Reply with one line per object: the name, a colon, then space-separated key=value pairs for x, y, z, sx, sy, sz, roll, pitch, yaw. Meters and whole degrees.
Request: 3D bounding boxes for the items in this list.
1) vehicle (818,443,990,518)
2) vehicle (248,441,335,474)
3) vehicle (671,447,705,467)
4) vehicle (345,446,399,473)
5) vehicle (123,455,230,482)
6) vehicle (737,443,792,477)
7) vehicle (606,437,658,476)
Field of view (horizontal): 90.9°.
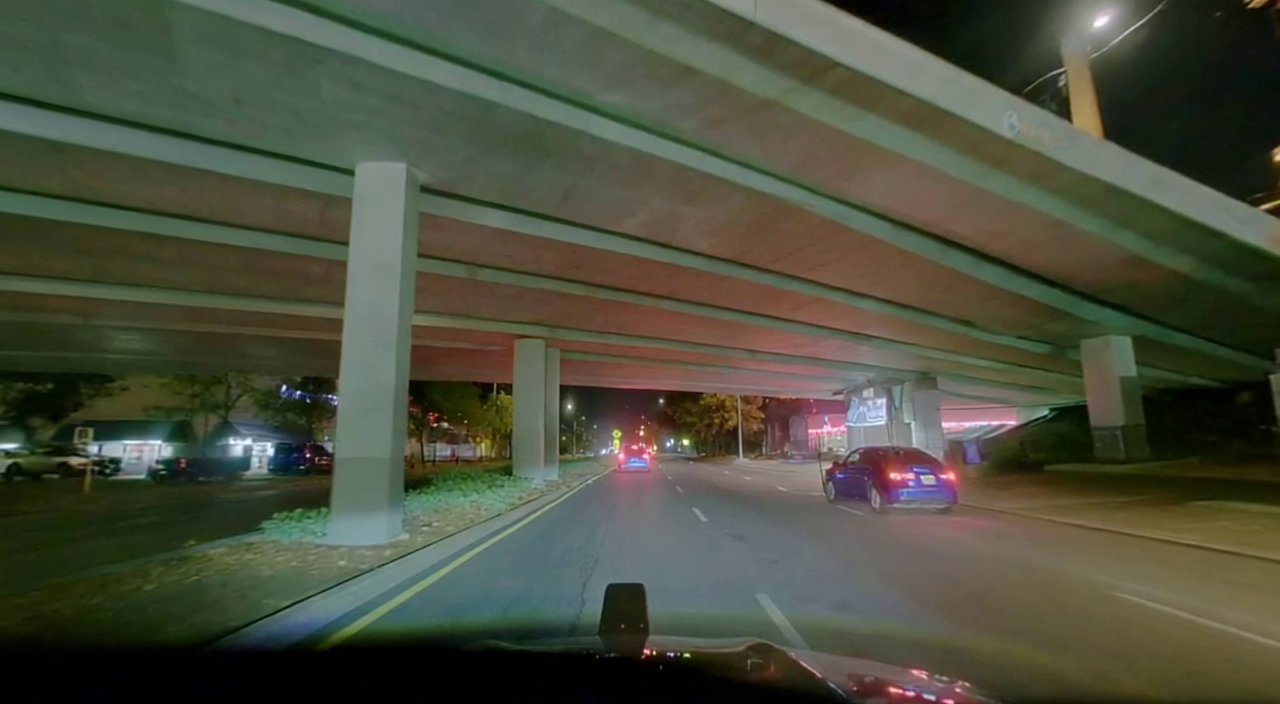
vehicle: x=5.968 y=2.928 z=14.984 sx=1.954 sy=1.479 sz=4.557 roll=0 pitch=-8 yaw=-3
vehicle: x=-25.207 y=7.645 z=46.063 sx=2.510 sy=2.180 sz=7.492 roll=0 pitch=-8 yaw=-4
vehicle: x=3.534 y=7.806 z=47.095 sx=2.126 sy=1.375 sz=4.241 roll=0 pitch=-8 yaw=-1
vehicle: x=-19.524 y=7.809 z=46.125 sx=1.989 sy=1.820 sz=4.427 roll=0 pitch=-9 yaw=-1
vehicle: x=-26.850 y=6.760 z=36.686 sx=4.582 sy=1.429 sz=1.962 roll=3 pitch=-9 yaw=-21
vehicle: x=6.584 y=5.747 z=33.808 sx=1.974 sy=1.663 sz=4.299 roll=0 pitch=-8 yaw=-1
vehicle: x=-0.359 y=5.257 z=32.041 sx=2.441 sy=1.813 sz=4.581 roll=0 pitch=-8 yaw=1
